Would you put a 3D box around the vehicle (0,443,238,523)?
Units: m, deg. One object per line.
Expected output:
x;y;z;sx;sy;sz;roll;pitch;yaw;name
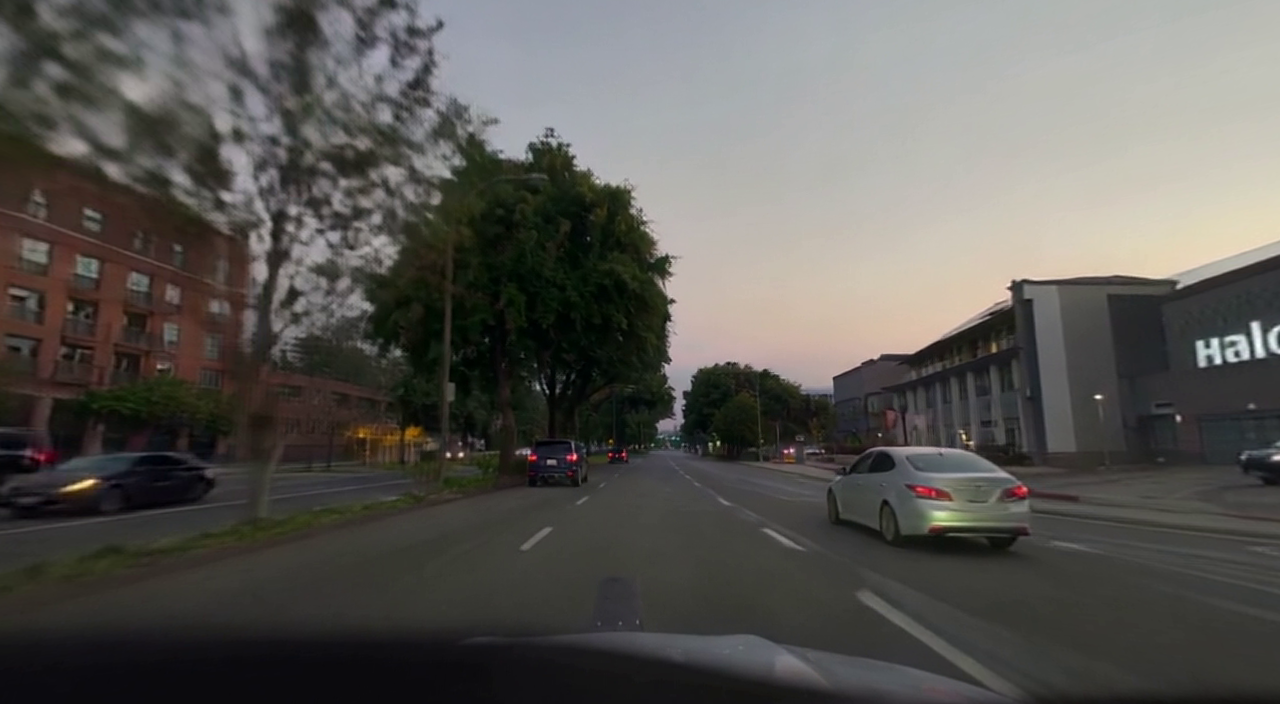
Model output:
-11.606;2.801;14.107;1.960;1.451;4.870;0;-9;1;vehicle

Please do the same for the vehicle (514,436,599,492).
-2.921;4.085;23.366;2.305;1.833;4.912;0;-9;2;vehicle

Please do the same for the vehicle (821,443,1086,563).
4.547;2.232;10.127;1.960;1.471;4.378;0;-9;-1;vehicle
